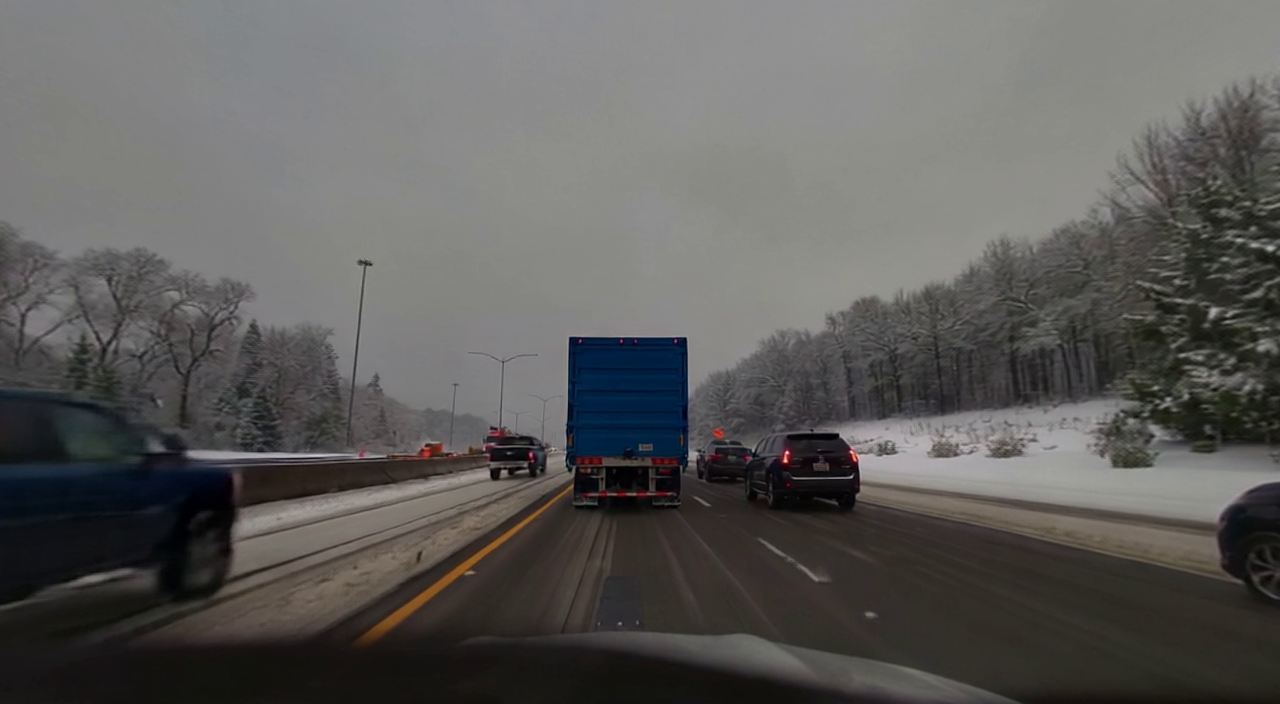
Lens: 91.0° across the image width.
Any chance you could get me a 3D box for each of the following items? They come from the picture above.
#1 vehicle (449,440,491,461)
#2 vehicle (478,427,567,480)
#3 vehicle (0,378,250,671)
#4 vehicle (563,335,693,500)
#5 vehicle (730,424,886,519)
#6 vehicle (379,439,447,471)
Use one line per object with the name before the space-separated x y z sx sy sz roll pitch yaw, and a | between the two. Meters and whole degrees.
vehicle | -13.261 7.686 49.305 1.887 1.511 4.152 0 -9 4
vehicle | -4.727 4.234 26.471 2.421 1.965 5.980 0 -9 1
vehicle | -4.876 1.022 3.735 2.095 1.736 4.529 0 -9 1
vehicle | -0.426 2.308 20.200 3.067 3.940 10.154 1 -9 -2
vehicle | 3.360 2.488 13.566 2.103 1.713 4.173 1 -9 -2
vehicle | -13.502 6.128 37.787 2.054 1.708 4.663 2 -8 4
